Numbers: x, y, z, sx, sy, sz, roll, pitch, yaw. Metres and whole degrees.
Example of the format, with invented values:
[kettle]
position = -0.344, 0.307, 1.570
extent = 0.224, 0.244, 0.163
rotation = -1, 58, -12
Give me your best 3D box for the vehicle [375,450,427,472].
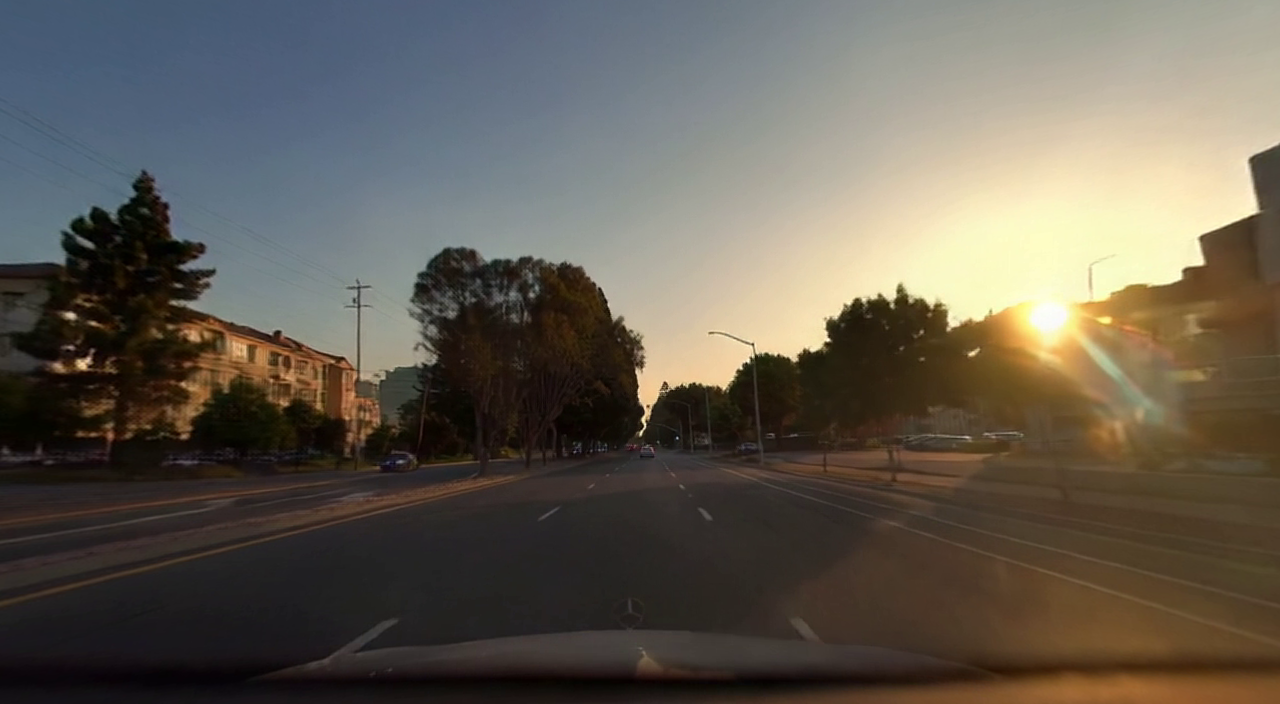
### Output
[vehicle]
position = -17.808, 8.111, 47.149
extent = 1.874, 1.467, 4.649
rotation = -2, -9, 3
